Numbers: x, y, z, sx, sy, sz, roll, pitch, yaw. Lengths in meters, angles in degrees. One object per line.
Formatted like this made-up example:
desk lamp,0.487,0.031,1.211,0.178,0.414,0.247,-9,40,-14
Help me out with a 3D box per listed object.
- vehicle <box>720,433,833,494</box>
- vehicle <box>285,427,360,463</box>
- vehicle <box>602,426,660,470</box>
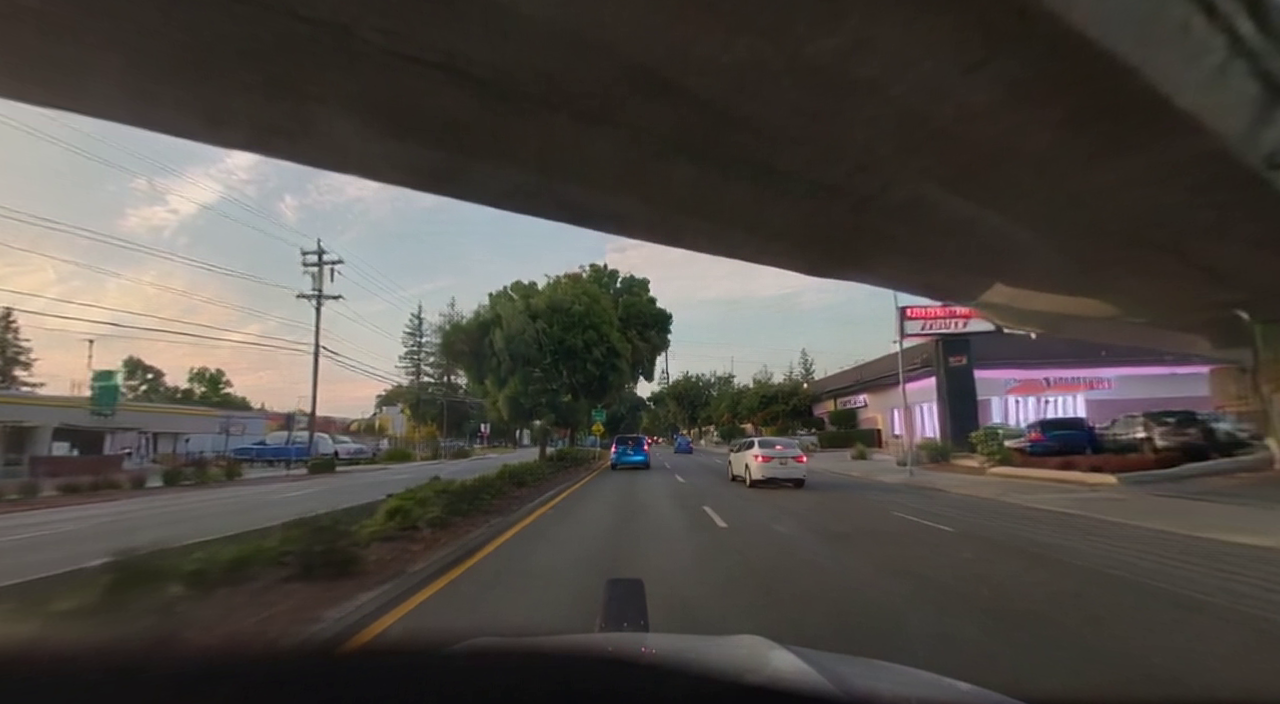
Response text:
vehicle,3.613,3.040,17.611,1.954,1.479,4.557,0,-8,-3
vehicle,-24.164,7.087,48.208,4.412,2.662,2.544,2,-8,-10
vehicle,-0.370,4.356,28.657,2.441,1.813,4.581,0,-8,0
